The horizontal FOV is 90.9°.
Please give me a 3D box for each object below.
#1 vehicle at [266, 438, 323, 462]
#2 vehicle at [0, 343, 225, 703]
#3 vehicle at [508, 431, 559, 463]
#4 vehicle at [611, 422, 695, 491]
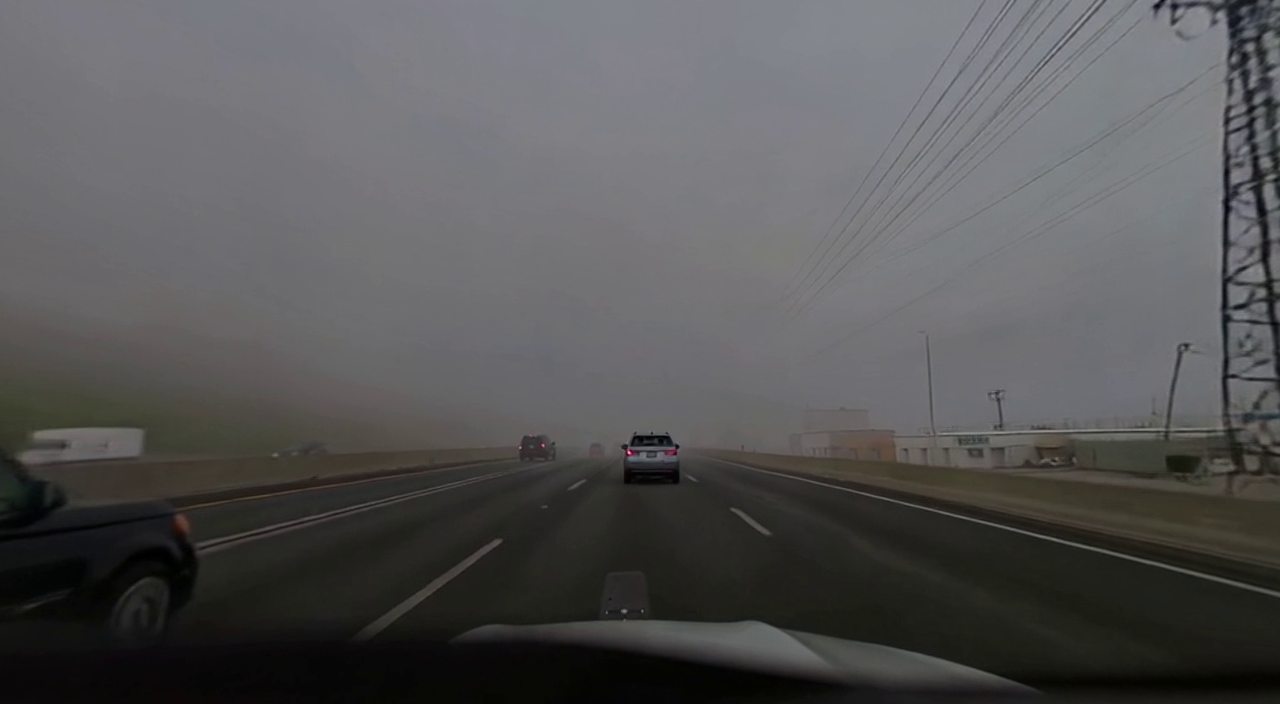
[{"bbox_3d":[-21.622,6.120,39.608,1.554,1.423,3.470,0,-8,0],"label":"vehicle"},{"bbox_3d":[-3.920,0.740,2.055,2.125,1.764,4.393,0,-8,0],"label":"vehicle"},{"bbox_3d":[-6.485,5.900,39.096,2.220,1.841,4.516,0,-8,2],"label":"vehicle"},{"bbox_3d":[0.325,2.932,18.010,2.134,1.733,4.049,0,-8,0],"label":"vehicle"}]
